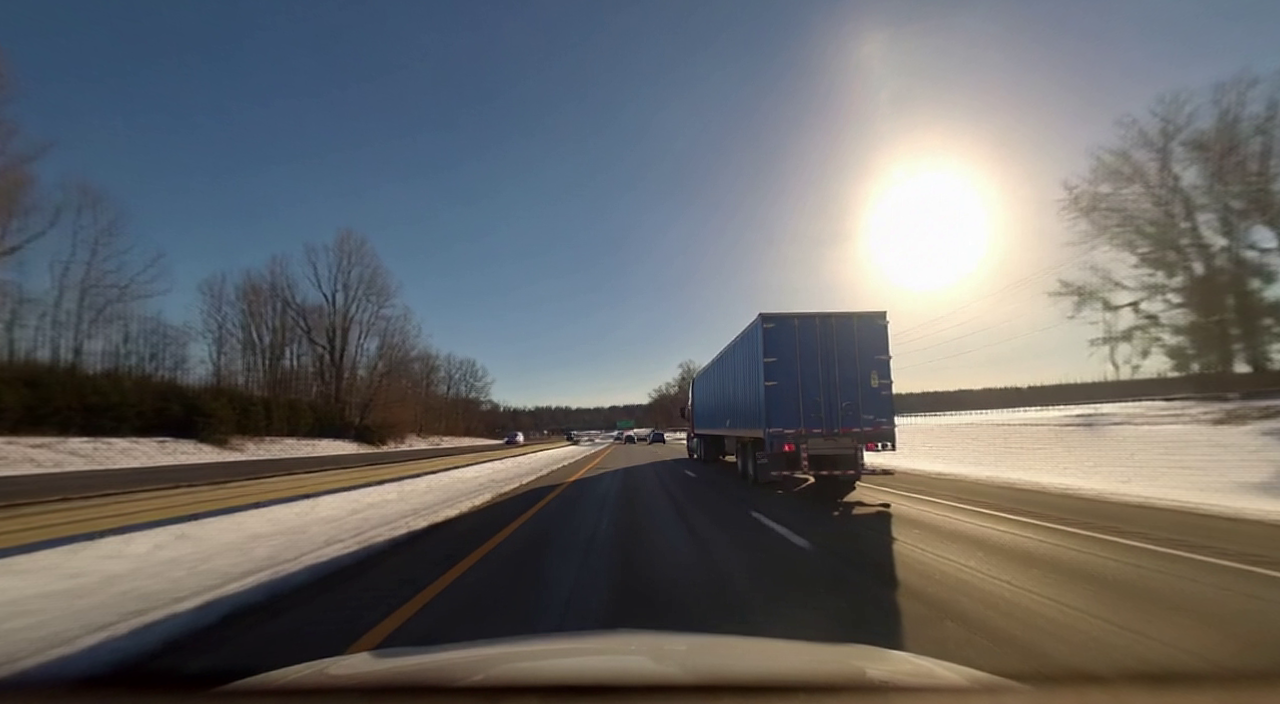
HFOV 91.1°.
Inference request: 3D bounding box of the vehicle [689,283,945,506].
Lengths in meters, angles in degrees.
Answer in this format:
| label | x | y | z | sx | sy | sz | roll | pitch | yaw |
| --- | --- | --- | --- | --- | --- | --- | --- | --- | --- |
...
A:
| label | x | y | z | sx | sy | sz | roll | pitch | yaw |
| --- | --- | --- | --- | --- | --- | --- | --- | --- | --- |
| vehicle | 4.023 | 1.917 | 20.563 | 3.203 | 4.273 | 17.131 | 0 | -8 | -1 |
